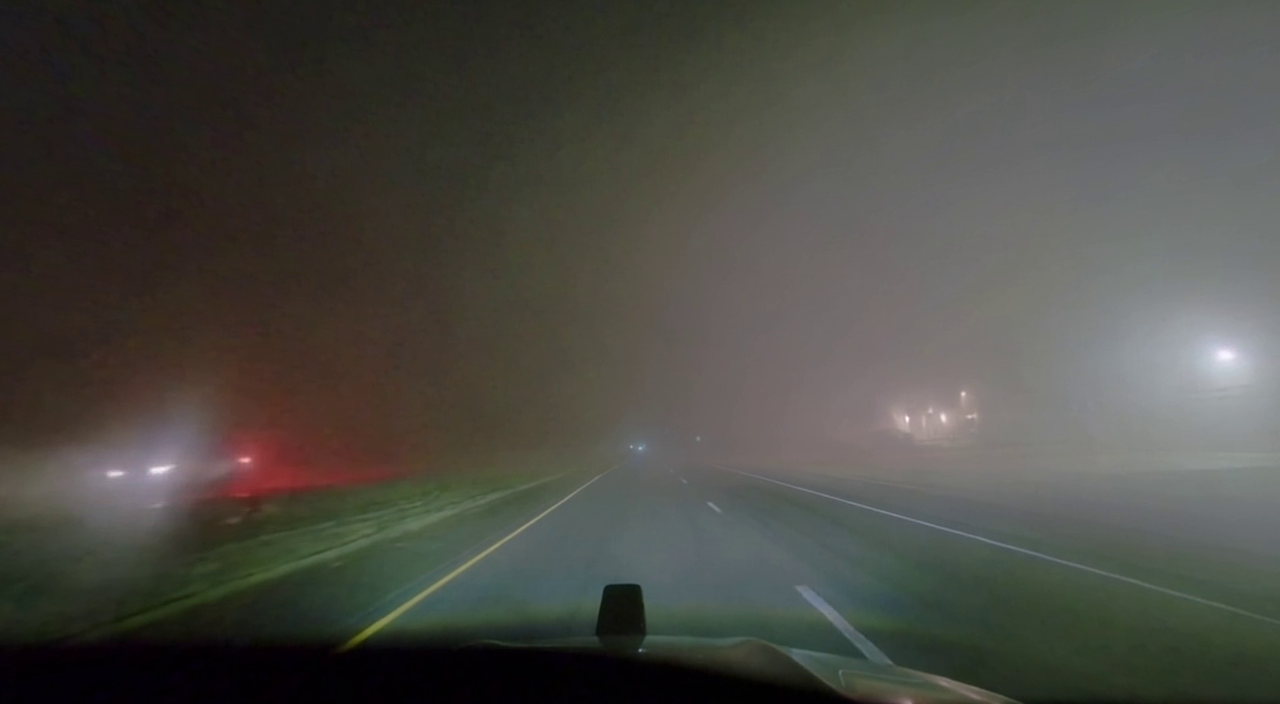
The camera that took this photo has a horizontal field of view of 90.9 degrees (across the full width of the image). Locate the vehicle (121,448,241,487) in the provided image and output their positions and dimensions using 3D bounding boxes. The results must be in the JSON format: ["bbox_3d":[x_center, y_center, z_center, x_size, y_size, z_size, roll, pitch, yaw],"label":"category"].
[{"bbox_3d":[-21.246,5.340,29.479,1.991,1.618,4.648,-1,-8,1],"label":"vehicle"}]
